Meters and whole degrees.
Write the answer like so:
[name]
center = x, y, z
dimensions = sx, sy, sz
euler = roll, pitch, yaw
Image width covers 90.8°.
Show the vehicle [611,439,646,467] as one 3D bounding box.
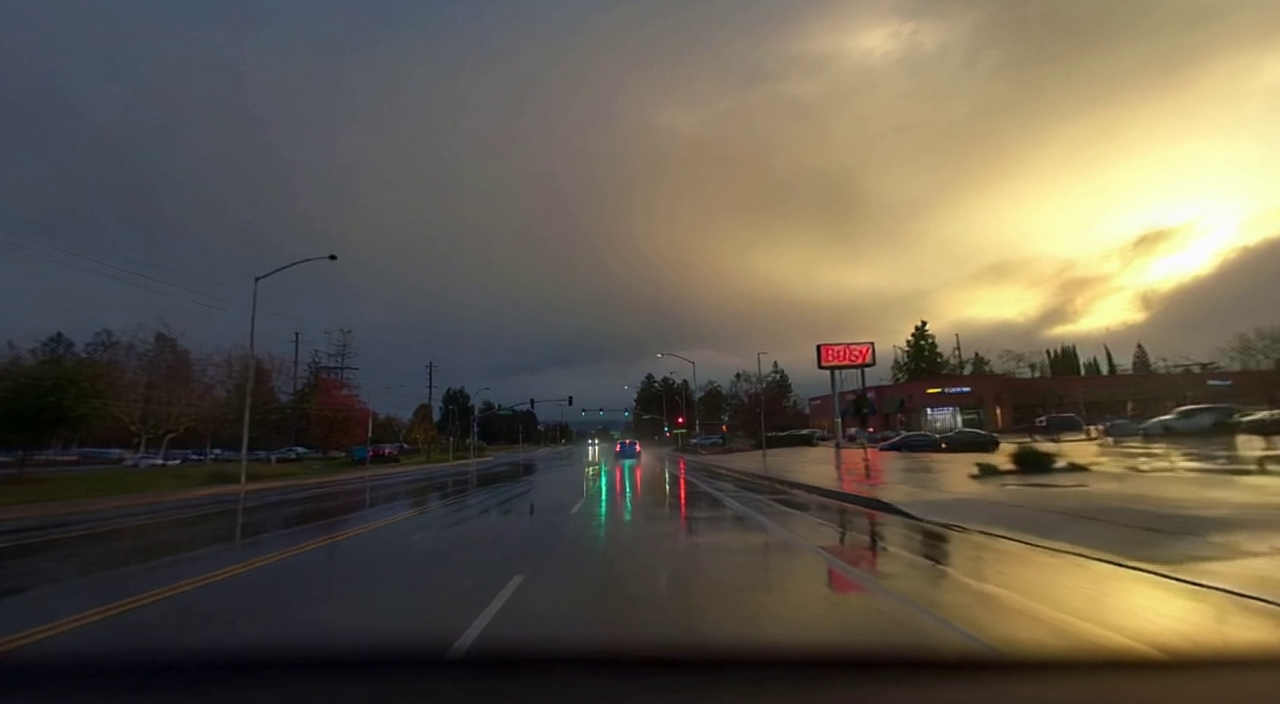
[vehicle]
center = -0.707, 6.228, 39.245
dimensions = 2.024, 1.628, 4.774
euler = 0, -8, -1
